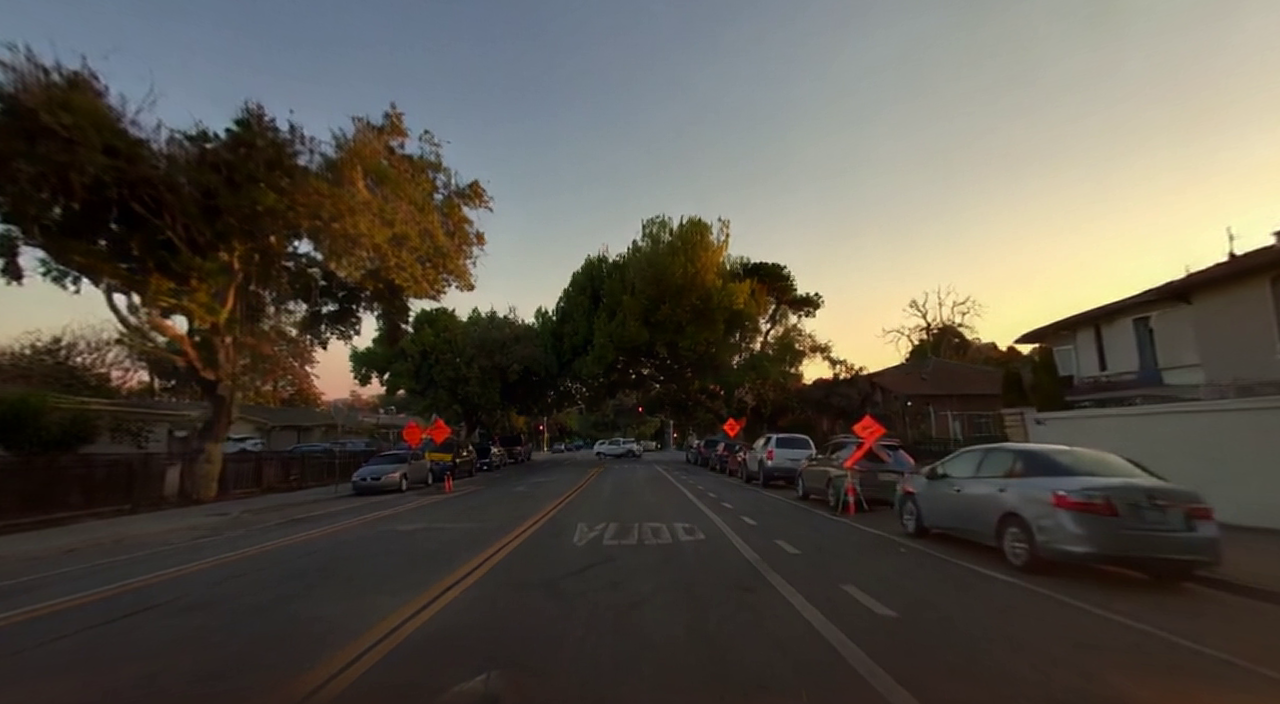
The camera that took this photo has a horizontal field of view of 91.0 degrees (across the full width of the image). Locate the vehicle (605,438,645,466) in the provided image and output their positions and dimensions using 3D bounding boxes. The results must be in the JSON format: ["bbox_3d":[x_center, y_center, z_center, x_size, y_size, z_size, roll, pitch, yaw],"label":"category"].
[{"bbox_3d":[-0.802,5.688,36.003,2.151,1.481,4.084,0,-9,0],"label":"vehicle"}]

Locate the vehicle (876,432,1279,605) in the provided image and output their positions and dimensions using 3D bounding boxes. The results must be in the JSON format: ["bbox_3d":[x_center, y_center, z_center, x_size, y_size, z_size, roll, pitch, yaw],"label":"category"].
[{"bbox_3d":[4.719,1.762,7.664,1.912,1.463,4.477,0,-9,0],"label":"vehicle"}]

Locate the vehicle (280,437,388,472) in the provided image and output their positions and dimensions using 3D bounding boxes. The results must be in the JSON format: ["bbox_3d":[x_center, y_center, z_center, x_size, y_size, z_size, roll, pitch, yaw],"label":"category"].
[{"bbox_3d":[-16.527,5.538,34.177,4.779,1.823,1.964,0,-9,0],"label":"vehicle"}]

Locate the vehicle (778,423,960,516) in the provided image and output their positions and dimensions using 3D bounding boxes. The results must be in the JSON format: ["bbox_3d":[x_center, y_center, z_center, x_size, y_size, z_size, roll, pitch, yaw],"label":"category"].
[{"bbox_3d":[4.769,2.546,14.107,2.225,1.715,4.755,0,-9,-1],"label":"vehicle"}]

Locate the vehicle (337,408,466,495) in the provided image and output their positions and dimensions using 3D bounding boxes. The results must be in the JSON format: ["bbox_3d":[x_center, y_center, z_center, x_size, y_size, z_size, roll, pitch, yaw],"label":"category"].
[{"bbox_3d":[-7.907,3.347,21.436,2.526,2.631,4.228,0,-9,2],"label":"vehicle"}]

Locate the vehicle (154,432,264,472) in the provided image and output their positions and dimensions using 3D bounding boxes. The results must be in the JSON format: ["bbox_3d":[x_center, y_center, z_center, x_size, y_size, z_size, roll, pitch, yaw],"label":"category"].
[{"bbox_3d":[-23.552,5.465,34.518,4.491,2.031,2.045,-1,-8,0],"label":"vehicle"}]

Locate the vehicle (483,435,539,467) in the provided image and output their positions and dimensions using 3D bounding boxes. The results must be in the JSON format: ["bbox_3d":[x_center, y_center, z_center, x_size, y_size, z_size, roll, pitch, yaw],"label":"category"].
[{"bbox_3d":[-8.761,6.828,43.514,2.659,2.047,6.014,0,-9,-1],"label":"vehicle"}]
